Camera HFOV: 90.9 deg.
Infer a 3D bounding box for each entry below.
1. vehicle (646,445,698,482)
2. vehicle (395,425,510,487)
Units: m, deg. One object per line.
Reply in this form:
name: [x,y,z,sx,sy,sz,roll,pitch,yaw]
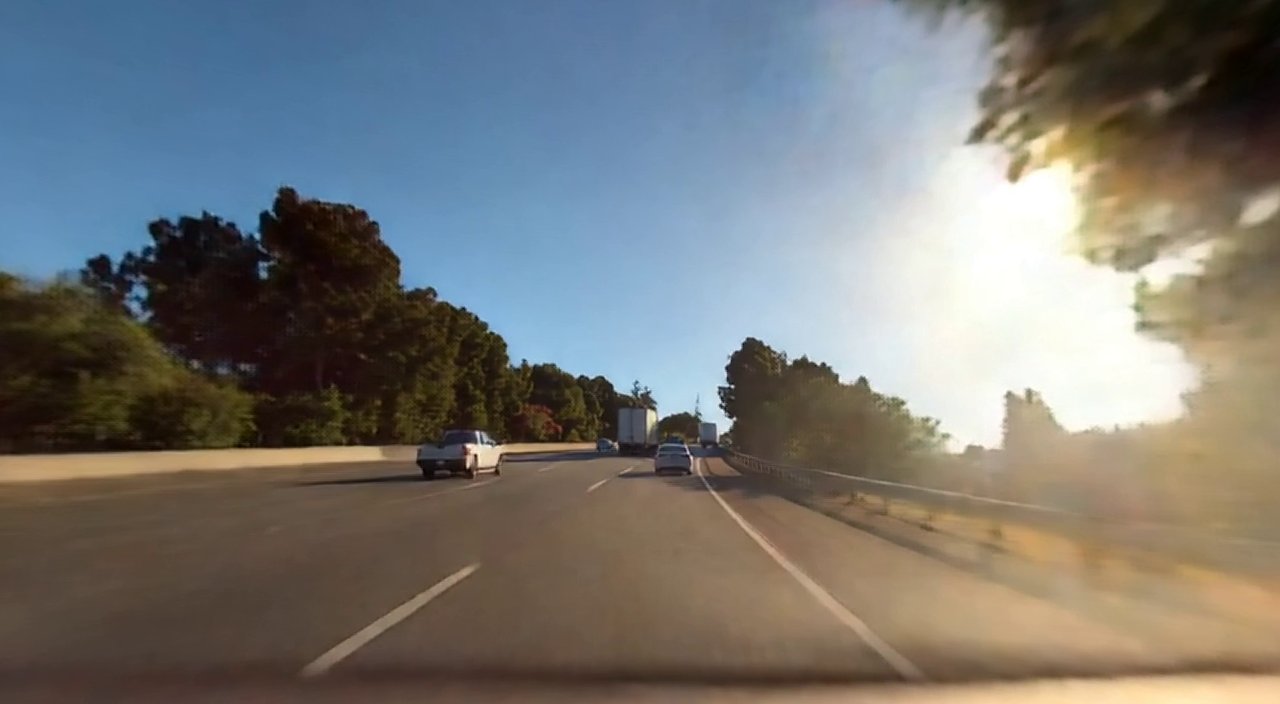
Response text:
vehicle: [1.328,4.505,25.779,1.984,1.365,3.767,1,-8,4]
vehicle: [-6.221,3.519,21.695,2.142,1.833,4.854,1,-8,4]
